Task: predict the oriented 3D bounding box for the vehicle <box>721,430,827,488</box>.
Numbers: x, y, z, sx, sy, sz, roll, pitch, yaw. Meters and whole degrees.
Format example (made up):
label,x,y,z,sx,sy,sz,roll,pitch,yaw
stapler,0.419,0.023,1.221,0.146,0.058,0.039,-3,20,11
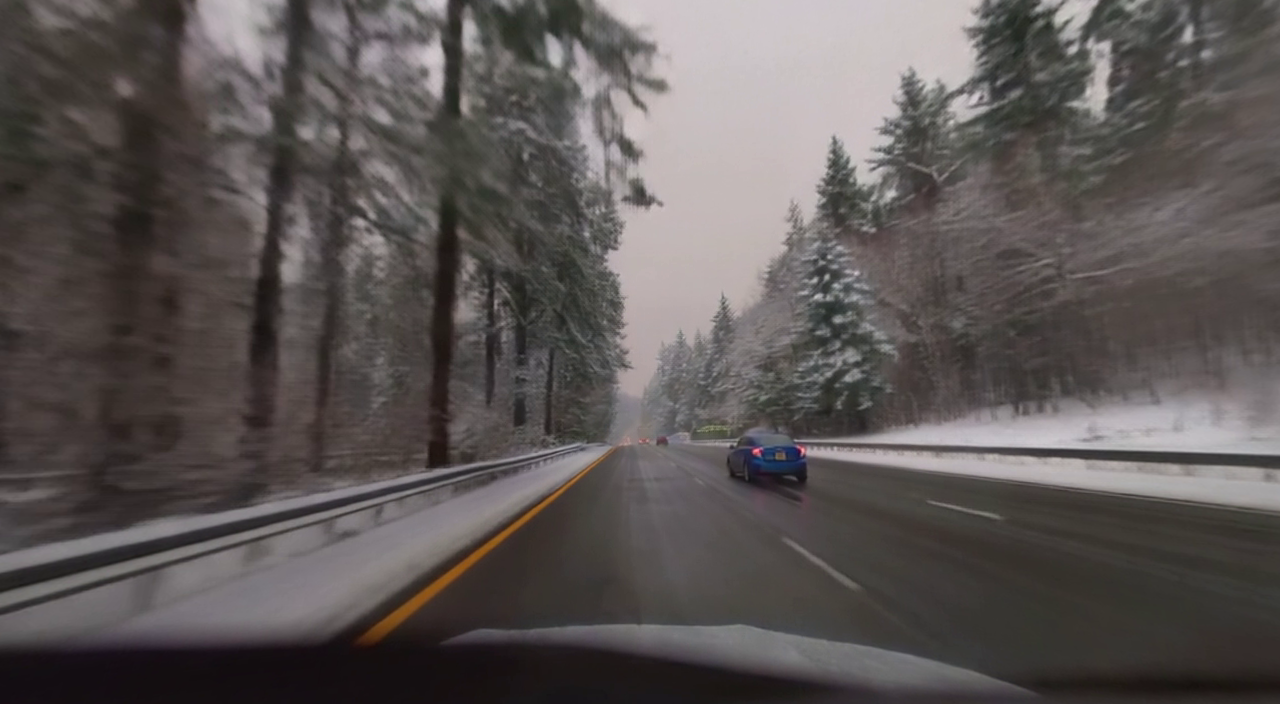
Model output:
label,x,y,z,sx,sy,sz,roll,pitch,yaw
vehicle,3.791,3.107,18.694,2.017,1.502,4.369,0,-8,-2
